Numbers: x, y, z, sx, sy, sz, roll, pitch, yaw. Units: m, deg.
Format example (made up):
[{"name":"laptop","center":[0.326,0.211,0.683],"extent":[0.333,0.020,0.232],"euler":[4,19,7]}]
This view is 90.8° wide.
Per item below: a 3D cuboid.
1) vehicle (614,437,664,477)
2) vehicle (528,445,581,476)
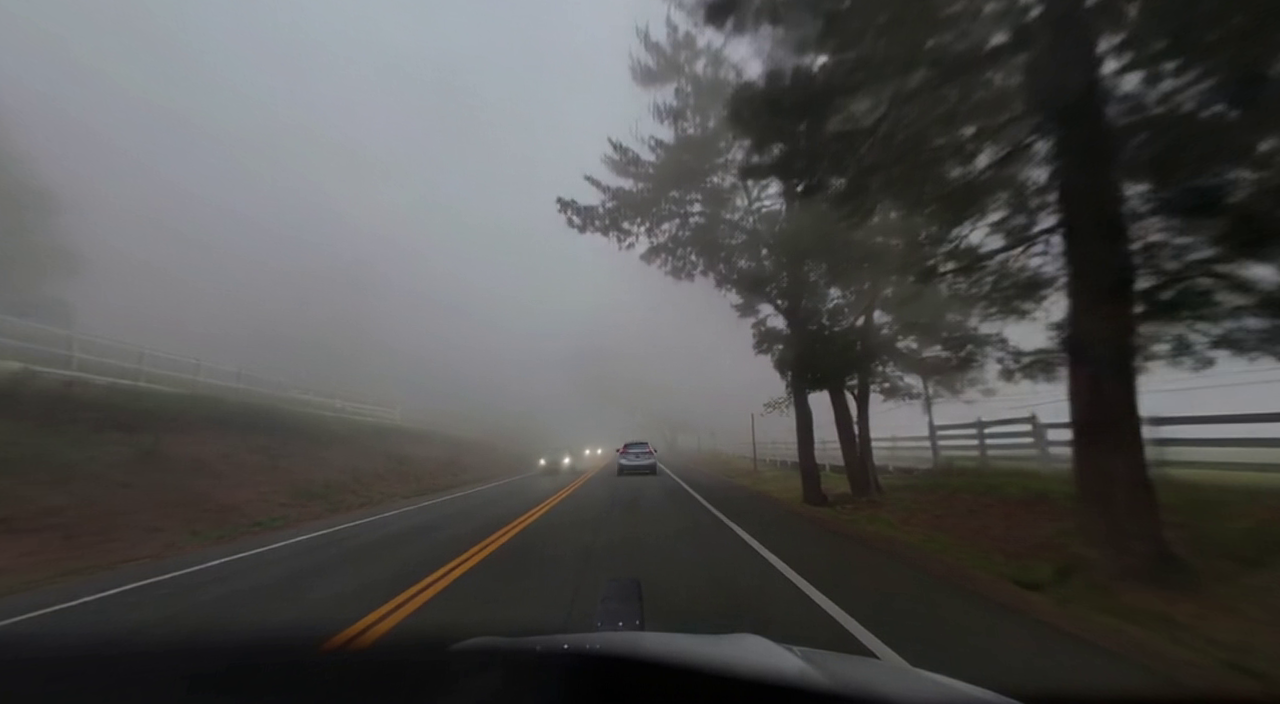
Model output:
[{"name":"vehicle","center":[-0.070,4.782,28.959],"extent":[2.158,1.669,4.006],"euler":[0,-8,-1]},{"name":"vehicle","center":[-4.317,5.561,32.647],"extent":[2.092,1.490,4.422],"euler":[0,-8,0]}]
